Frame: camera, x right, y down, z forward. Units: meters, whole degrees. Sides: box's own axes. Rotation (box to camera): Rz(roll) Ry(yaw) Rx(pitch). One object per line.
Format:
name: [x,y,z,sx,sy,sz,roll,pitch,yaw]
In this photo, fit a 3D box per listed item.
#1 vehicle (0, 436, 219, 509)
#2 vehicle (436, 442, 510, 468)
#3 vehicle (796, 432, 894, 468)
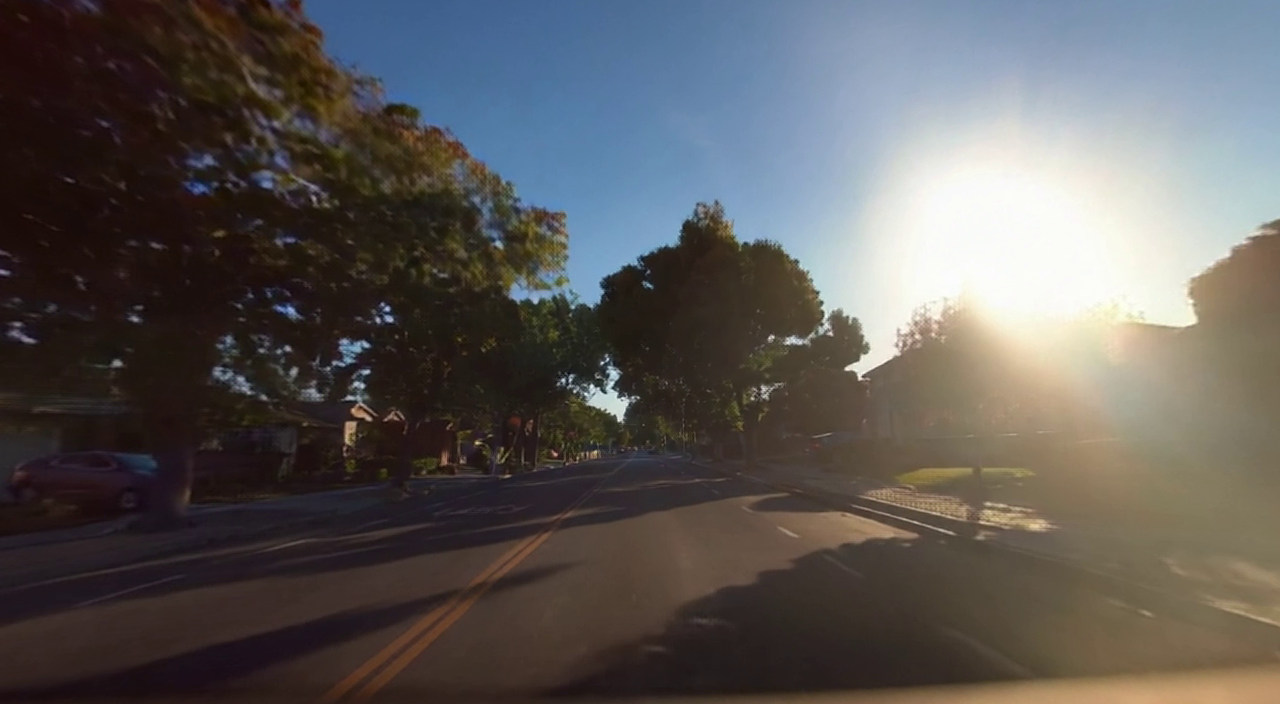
vehicle: [-13.816,3.051,16.197,4.587,1.722,1.906,0,-9,-1]
vehicle: [-12.484,7.741,47.430,4.928,1.848,2.041,0,-9,1]
vehicle: [10.591,5.105,32.916,4.449,1.765,1.917,-1,-9,4]
